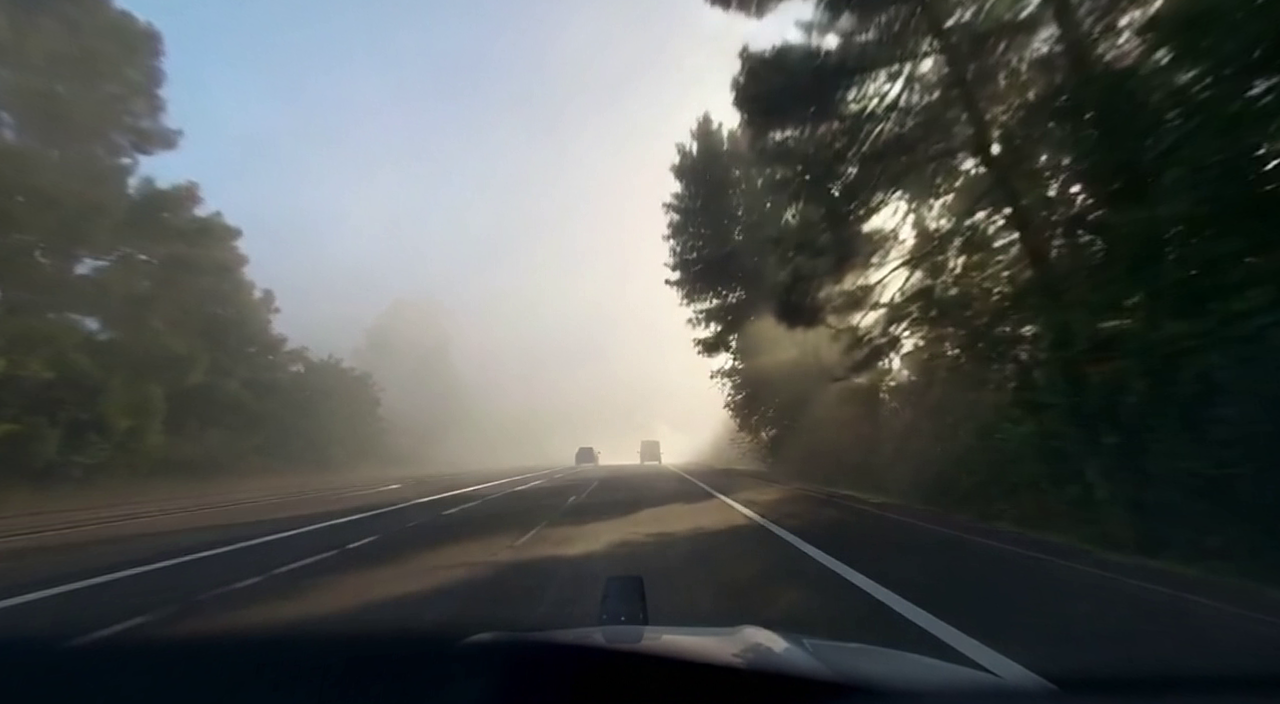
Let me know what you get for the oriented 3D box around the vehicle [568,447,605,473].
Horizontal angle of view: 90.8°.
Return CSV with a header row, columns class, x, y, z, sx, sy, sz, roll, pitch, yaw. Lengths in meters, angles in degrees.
class,x,y,z,sx,sy,sz,roll,pitch,yaw
vehicle,-3.460,7.077,41.490,2.049,1.575,4.019,0,-9,0
